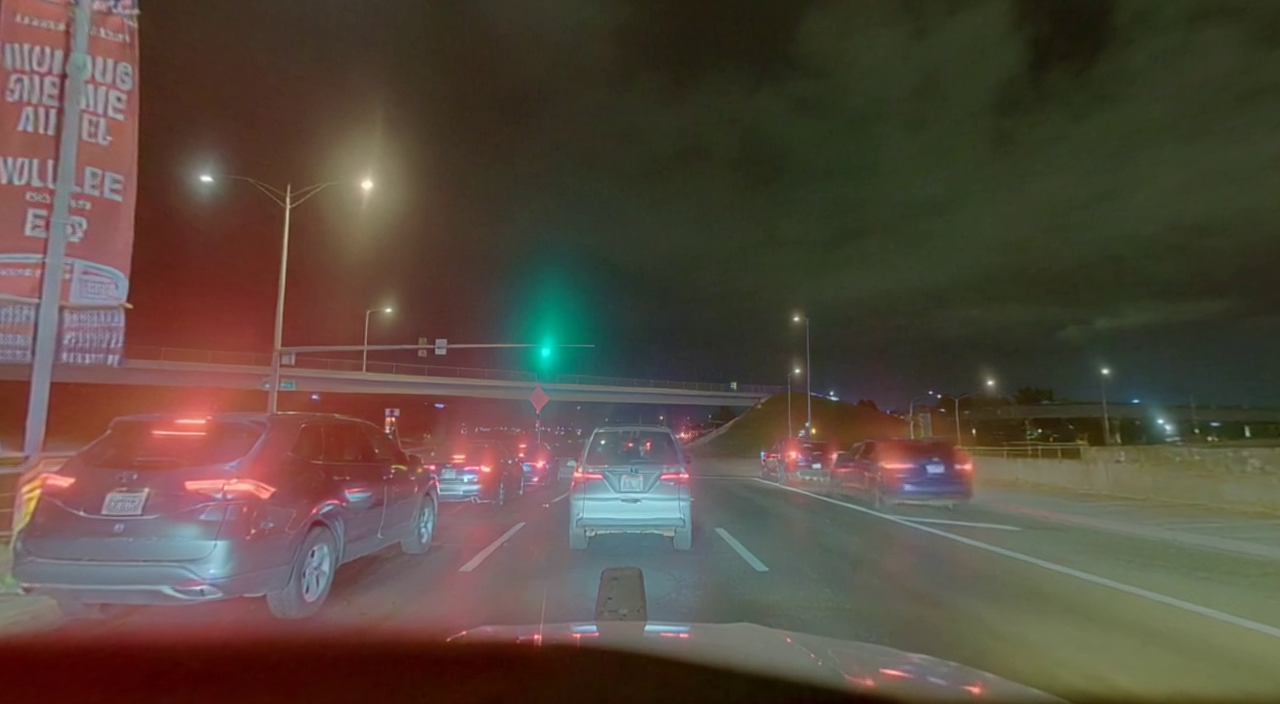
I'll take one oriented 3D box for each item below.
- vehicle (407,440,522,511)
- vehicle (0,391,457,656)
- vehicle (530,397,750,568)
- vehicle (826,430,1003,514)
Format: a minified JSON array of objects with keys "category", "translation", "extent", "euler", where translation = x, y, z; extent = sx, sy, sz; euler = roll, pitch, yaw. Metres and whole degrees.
[{"category":"vehicle","translation":[-4.148,2.946,15.431],"extent":[1.797,1.505,3.506],"euler":[0,-9,0]},{"category":"vehicle","translation":[-3.499,1.433,6.285],"extent":[2.039,1.709,4.265],"euler":[0,-9,0]},{"category":"vehicle","translation":[-0.077,1.763,9.214],"extent":[2.409,1.864,4.471],"euler":[0,-9,-2]},{"category":"vehicle","translation":[6.445,2.870,15.523],"extent":[2.191,1.730,4.658],"euler":[0,-9,-1]}]
